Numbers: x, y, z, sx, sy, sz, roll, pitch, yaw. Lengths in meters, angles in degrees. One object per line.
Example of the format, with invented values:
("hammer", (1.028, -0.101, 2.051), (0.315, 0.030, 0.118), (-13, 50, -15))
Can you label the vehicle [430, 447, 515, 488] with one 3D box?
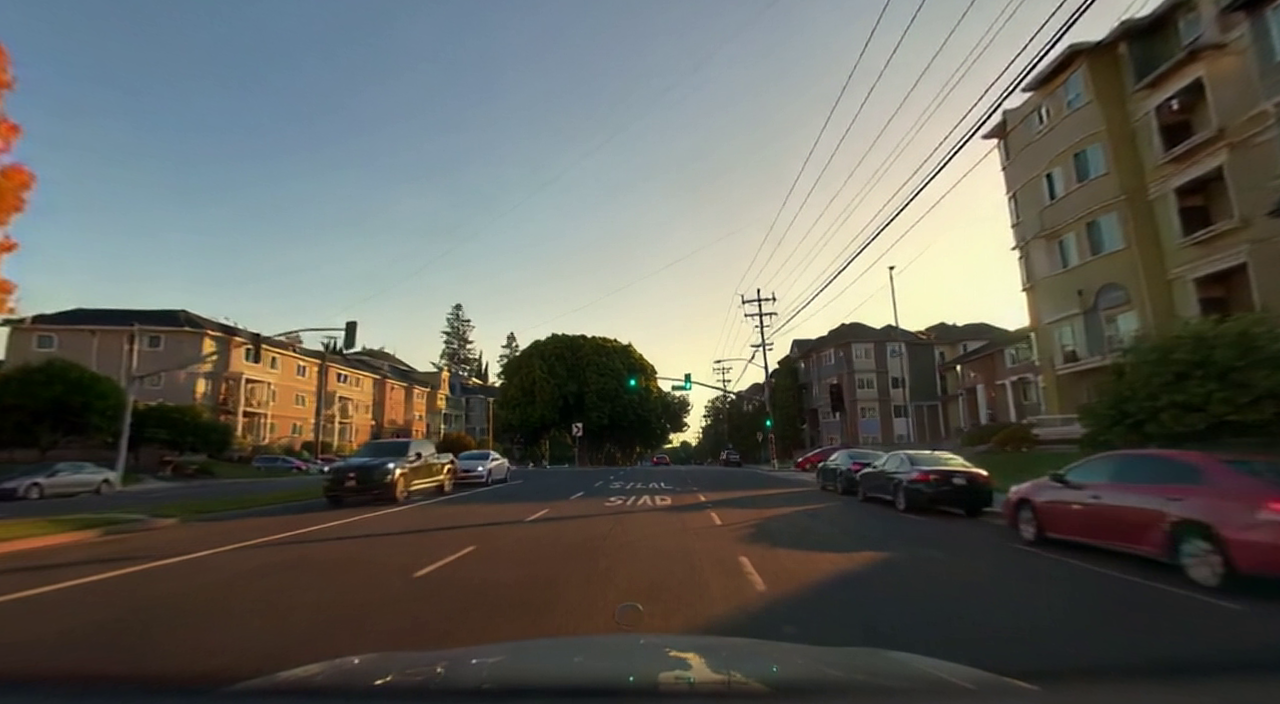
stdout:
("vehicle", (-6.650, 4.594, 25.588), (1.953, 1.471, 4.744), (-1, -8, 3))

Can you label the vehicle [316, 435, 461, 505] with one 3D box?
("vehicle", (-7.194, 3.399, 18.745), (2.074, 1.794, 4.832), (-1, -8, 3))

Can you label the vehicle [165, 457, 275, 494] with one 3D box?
("vehicle", (-19.298, 5.675, 29.259), (1.895, 1.452, 4.483), (-1, -8, 3))

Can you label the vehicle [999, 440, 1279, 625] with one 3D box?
("vehicle", (6.212, 1.693, 6.774), (2.121, 1.459, 4.591), (0, -8, 2))

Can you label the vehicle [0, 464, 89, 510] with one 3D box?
("vehicle", (-22.897, 4.854, 22.767), (1.846, 1.489, 4.409), (-1, -8, 3))

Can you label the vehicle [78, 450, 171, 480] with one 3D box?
("vehicle", (-31.121, 6.850, 38.136), (4.296, 1.502, 1.823), (-5, -11, 8))

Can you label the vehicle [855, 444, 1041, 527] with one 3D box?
("vehicle", (6.305, 2.741, 13.653), (1.839, 1.461, 4.645), (0, -8, 2))
